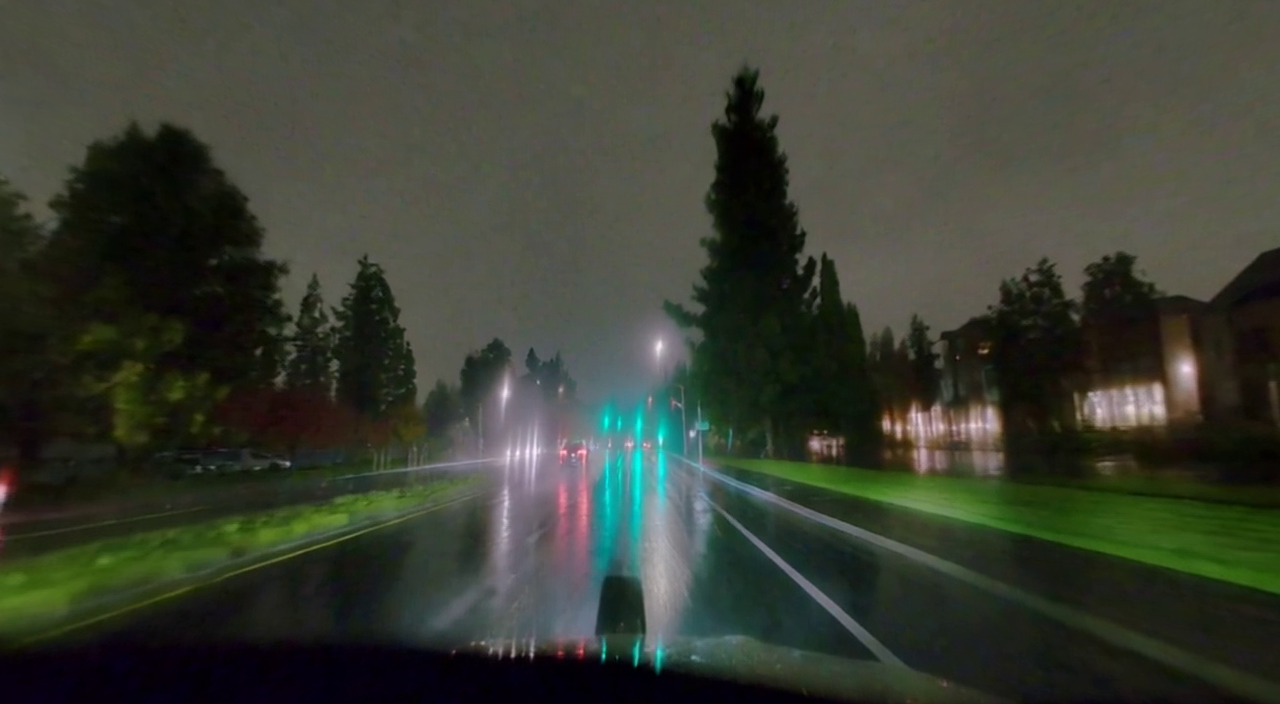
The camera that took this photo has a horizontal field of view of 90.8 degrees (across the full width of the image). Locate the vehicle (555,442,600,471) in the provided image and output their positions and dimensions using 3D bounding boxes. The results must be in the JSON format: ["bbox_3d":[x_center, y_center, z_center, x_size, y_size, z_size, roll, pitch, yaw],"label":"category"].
[{"bbox_3d":[-3.279,5.560,33.986,1.992,1.447,4.044,0,-8,0],"label":"vehicle"}]

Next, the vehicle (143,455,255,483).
[{"bbox_3d":[-24.801,6.582,35.632,4.743,1.482,2.164,-1,-8,4],"label":"vehicle"}]
